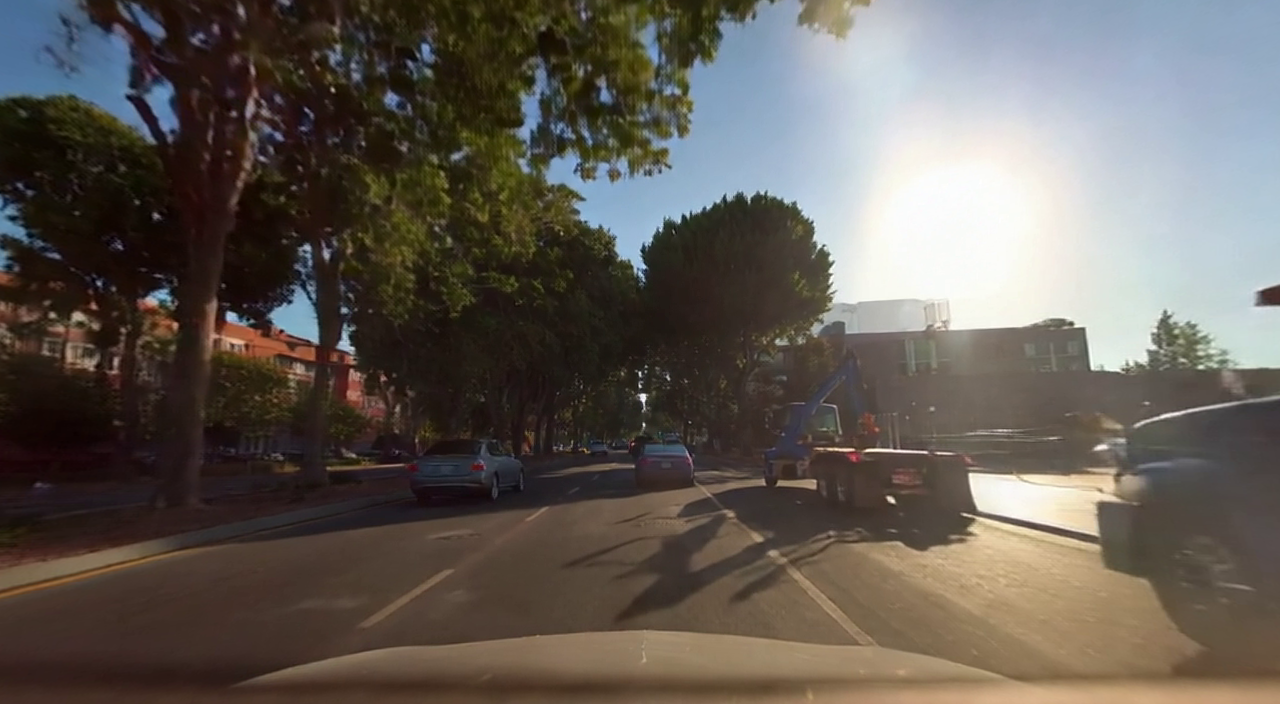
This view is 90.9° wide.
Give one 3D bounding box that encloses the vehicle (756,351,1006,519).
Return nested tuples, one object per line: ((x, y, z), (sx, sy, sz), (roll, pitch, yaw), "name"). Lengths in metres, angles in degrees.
((5.488, 2.223, 16.742), (3.089, 3.258, 8.841), (0, -8, 0), "vehicle")

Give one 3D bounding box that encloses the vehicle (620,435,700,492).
((0.571, 3.203, 18.476), (2.086, 1.466, 4.026), (0, -8, 2), "vehicle")

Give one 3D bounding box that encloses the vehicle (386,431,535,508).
((-3.961, 2.679, 14.926), (2.003, 1.507, 4.808), (0, -8, 2), "vehicle")

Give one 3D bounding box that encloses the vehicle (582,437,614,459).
((-3.262, 7.571, 49.603), (2.062, 1.641, 4.193), (0, -8, 2), "vehicle")

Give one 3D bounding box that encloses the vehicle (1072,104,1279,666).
((5.507, -0.316, 0.343), (2.867, 3.600, 11.047), (0, -8, 1), "vehicle")
